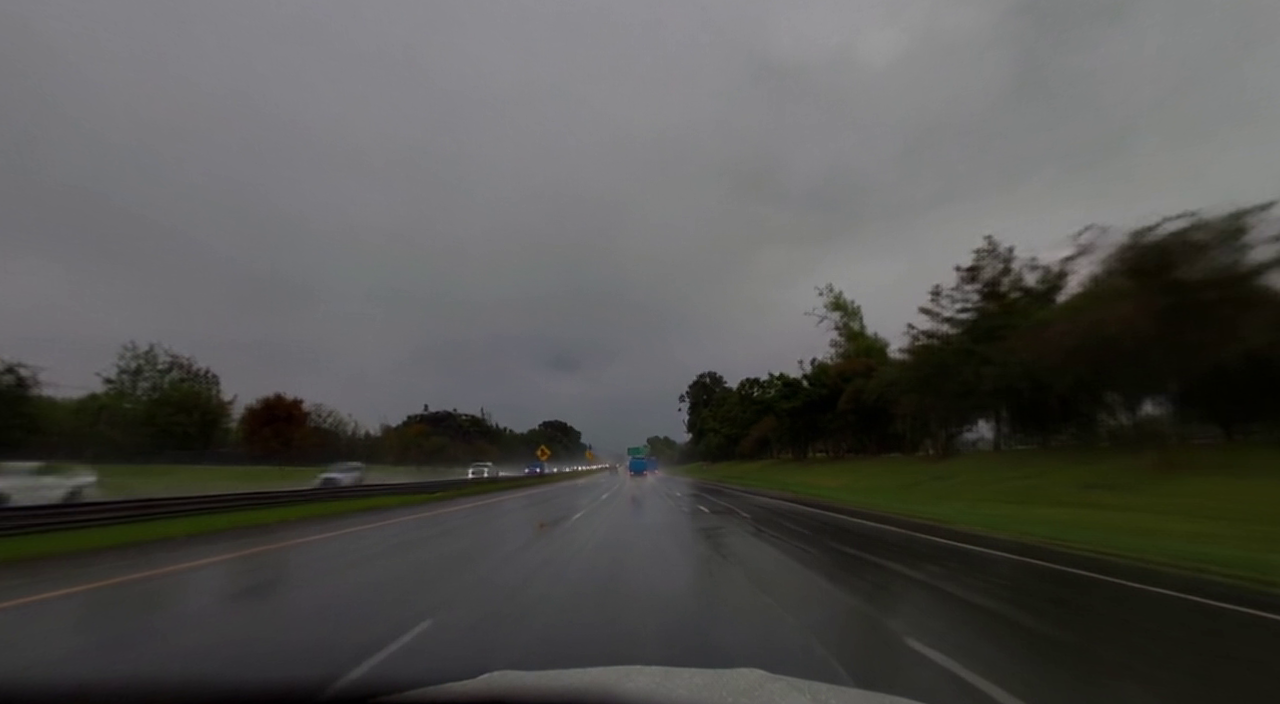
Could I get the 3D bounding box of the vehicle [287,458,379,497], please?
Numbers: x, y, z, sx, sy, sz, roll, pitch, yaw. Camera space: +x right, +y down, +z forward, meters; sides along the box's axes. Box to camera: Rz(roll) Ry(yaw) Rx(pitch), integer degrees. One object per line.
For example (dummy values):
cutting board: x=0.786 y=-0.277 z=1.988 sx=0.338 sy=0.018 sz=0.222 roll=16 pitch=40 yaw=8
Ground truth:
vehicle: x=-13.121 y=5.408 z=27.221 sx=1.869 sy=1.492 sz=4.057 roll=1 pitch=-11 yaw=0

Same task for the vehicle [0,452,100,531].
vehicle: x=-12.988 y=2.628 z=11.968 sx=1.856 sy=1.473 sz=4.003 roll=1 pitch=-11 yaw=0
